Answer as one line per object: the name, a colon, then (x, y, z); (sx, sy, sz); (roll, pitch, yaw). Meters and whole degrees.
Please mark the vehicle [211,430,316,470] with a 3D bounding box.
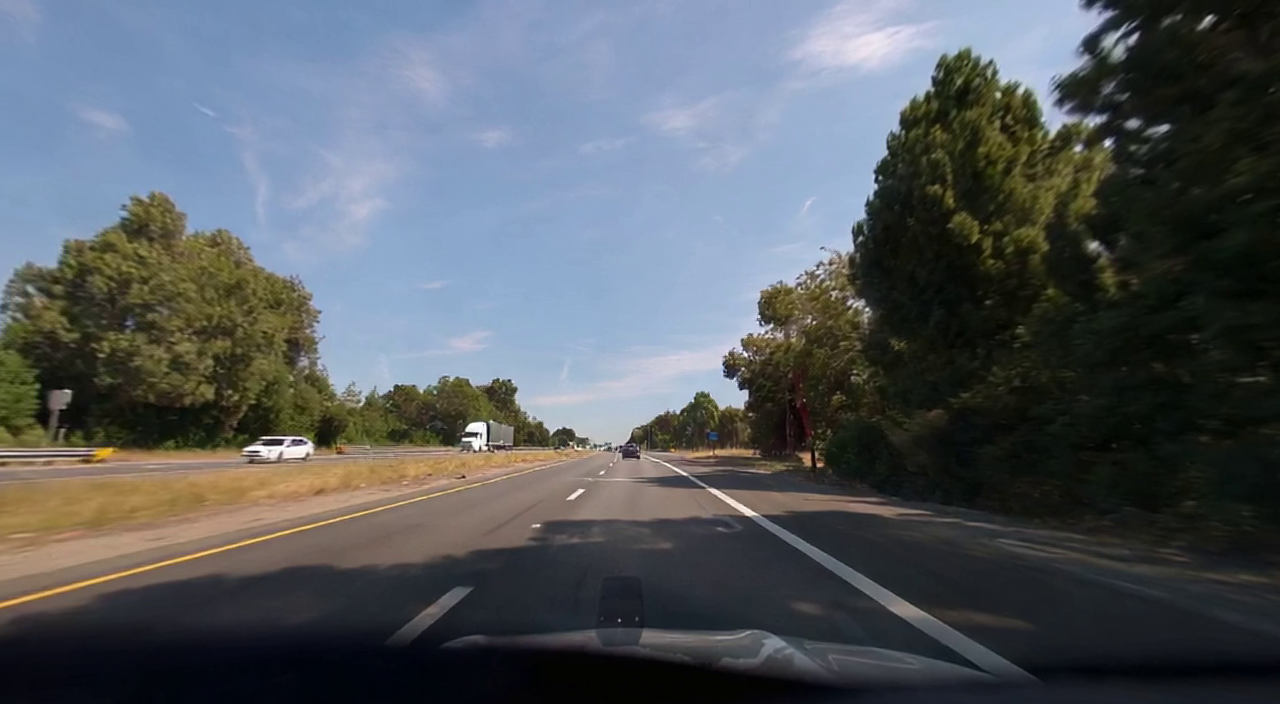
vehicle: (-16.724, 4.408, 28.227); (1.967, 1.632, 4.428); (0, -9, 0)
